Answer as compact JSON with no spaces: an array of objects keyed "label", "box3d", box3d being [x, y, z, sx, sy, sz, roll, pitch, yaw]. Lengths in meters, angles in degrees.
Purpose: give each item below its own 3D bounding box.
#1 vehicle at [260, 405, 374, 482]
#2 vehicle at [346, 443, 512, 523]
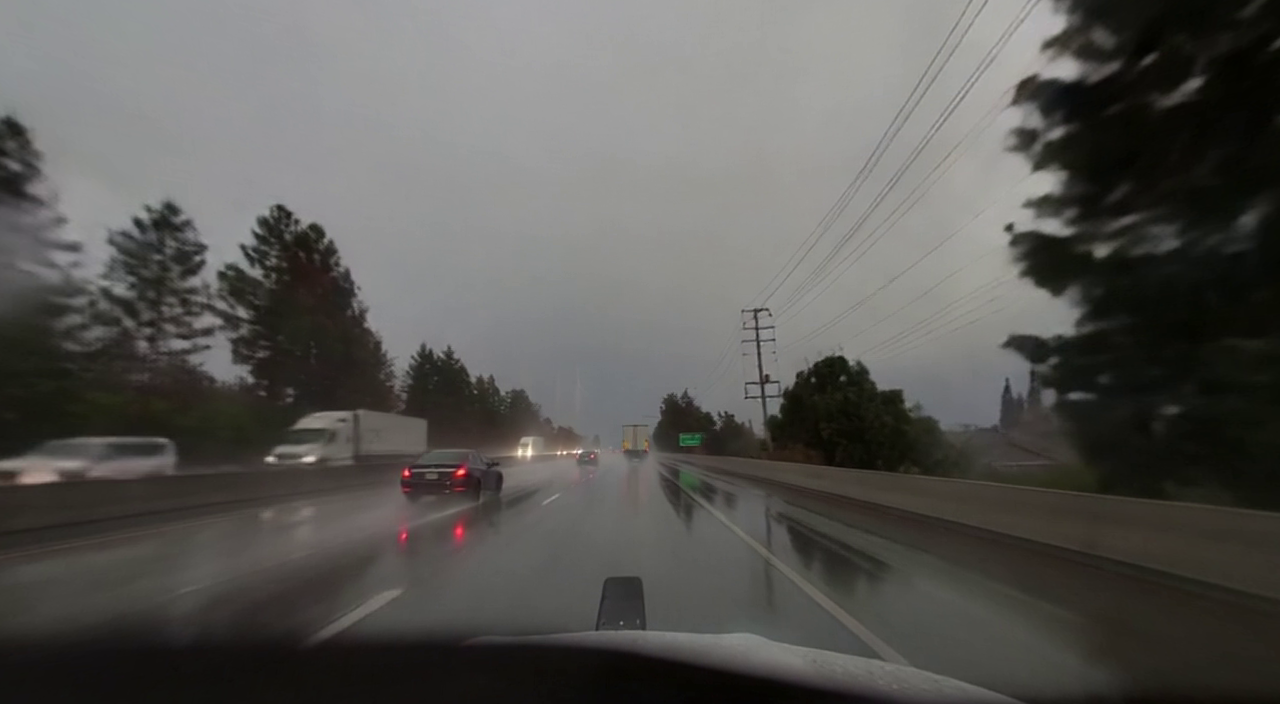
[{"label":"vehicle","box3d":[-17.968,5.220,35.728,2.954,3.922,6.403,0,-9,0]},{"label":"vehicle","box3d":[-4.350,2.774,13.916,2.106,1.445,4.404,0,-9,0]}]
